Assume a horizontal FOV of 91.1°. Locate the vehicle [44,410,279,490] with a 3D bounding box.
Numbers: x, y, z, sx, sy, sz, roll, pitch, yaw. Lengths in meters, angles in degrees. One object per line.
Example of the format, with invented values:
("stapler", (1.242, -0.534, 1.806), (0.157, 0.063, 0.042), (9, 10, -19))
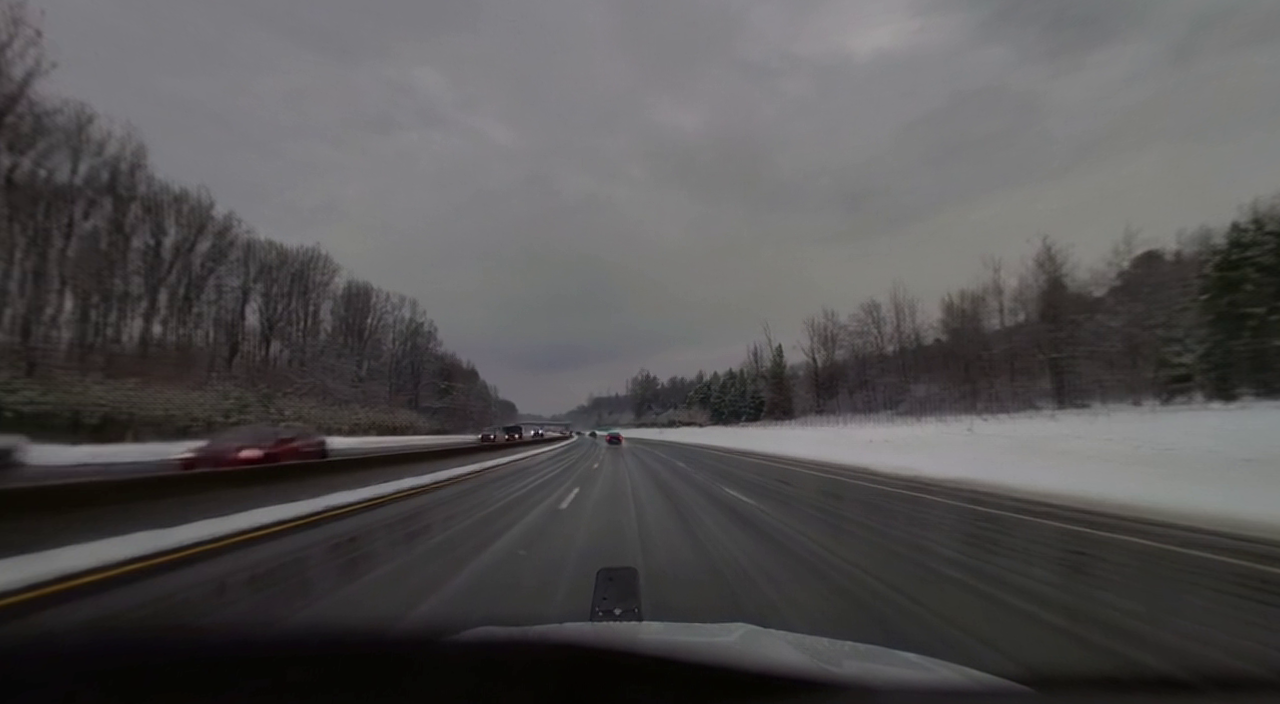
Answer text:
("vehicle", (-10.849, 2.259, 14.836), (2.003, 1.580, 4.606), (0, -8, -1))
